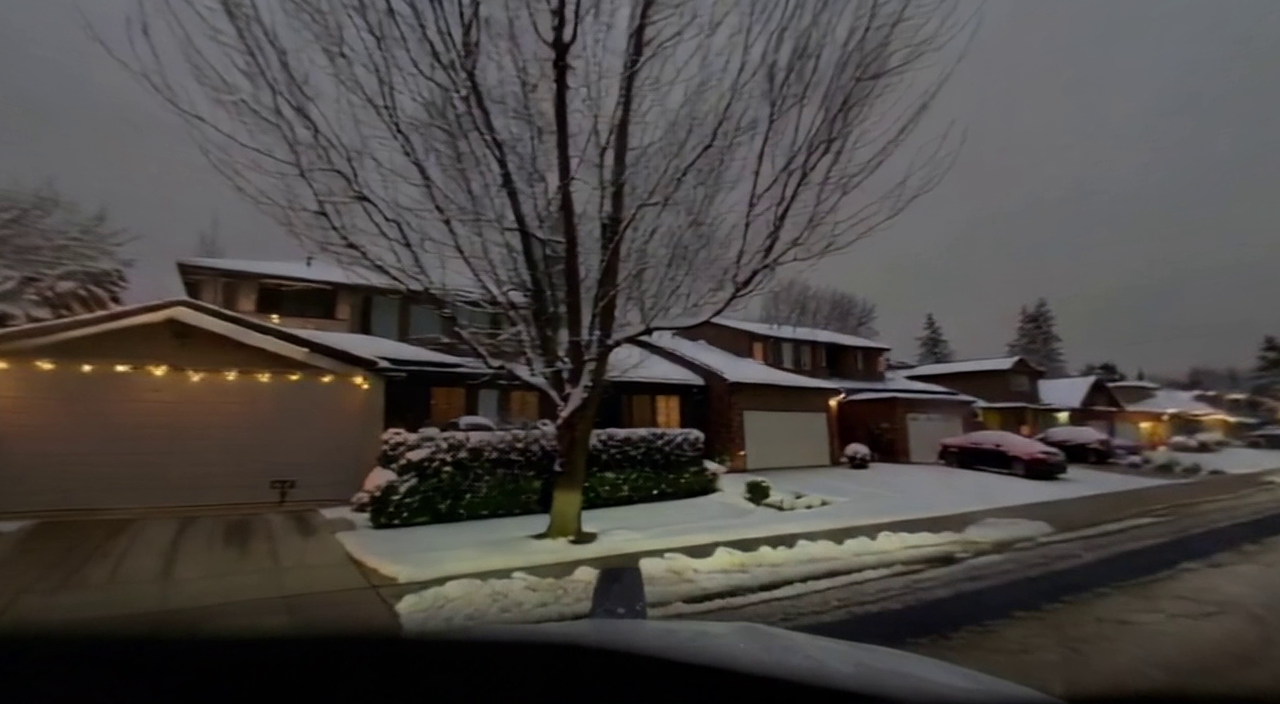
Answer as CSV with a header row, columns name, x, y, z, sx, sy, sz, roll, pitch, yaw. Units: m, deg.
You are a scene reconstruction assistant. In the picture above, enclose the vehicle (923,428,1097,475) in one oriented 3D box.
name,x,y,z,sx,sy,sz,roll,pitch,yaw
vehicle,12.996,3.511,22.522,1.807,1.485,4.916,6,-10,-38
